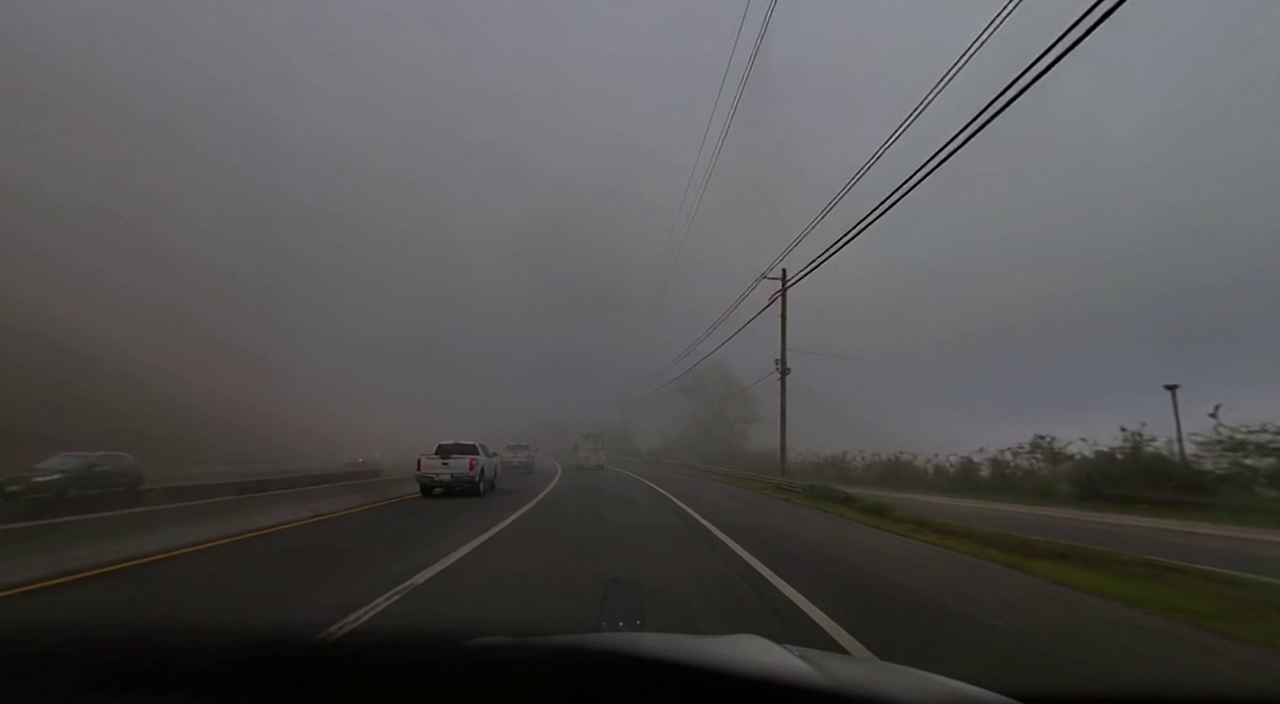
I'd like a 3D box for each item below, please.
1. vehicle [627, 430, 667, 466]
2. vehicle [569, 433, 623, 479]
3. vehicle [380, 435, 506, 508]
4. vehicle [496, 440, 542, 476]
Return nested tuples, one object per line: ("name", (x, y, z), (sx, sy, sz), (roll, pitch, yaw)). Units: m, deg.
("vehicle", (0.481, 7.518, 49.533), (2.256, 2.597, 4.534), (2, -9, -12))
("vehicle", (-2.460, 5.559, 34.076), (2.486, 2.280, 5.291), (1, -9, -8))
("vehicle", (-5.241, 3.230, 17.575), (2.185, 1.721, 4.550), (0, -9, -3))
("vehicle", (-7.241, 6.377, 38.388), (2.345, 2.012, 5.693), (1, -9, -7))
